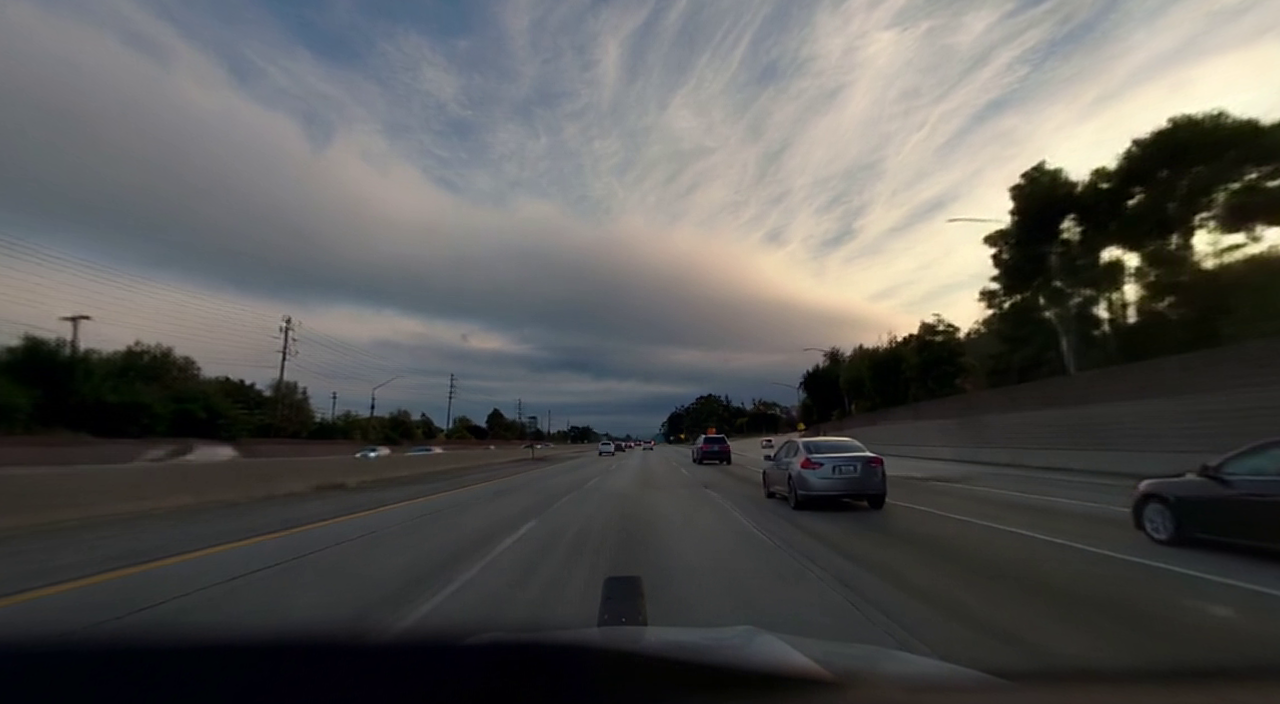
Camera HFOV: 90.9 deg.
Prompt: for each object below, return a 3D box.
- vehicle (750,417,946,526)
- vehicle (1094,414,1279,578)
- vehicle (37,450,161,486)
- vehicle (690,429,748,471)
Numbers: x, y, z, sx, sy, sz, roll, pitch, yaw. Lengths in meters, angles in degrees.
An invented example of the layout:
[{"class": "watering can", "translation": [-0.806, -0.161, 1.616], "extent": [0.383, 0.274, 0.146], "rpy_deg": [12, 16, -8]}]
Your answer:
[{"class": "vehicle", "translation": [3.575, 2.155, 11.923], "extent": [2.146, 1.639, 4.475], "rpy_deg": [0, -8, 0]}, {"class": "vehicle", "translation": [6.999, 1.336, 5.835], "extent": [1.988, 1.518, 4.856], "rpy_deg": [0, -8, 1]}, {"class": "vehicle", "translation": [-24.949, 5.328, 29.329], "extent": [1.821, 1.492, 4.347], "rpy_deg": [-1, -8, 2]}, {"class": "vehicle", "translation": [4.121, 5.210, 33.828], "extent": [2.442, 2.022, 5.466], "rpy_deg": [0, -8, 0]}]
